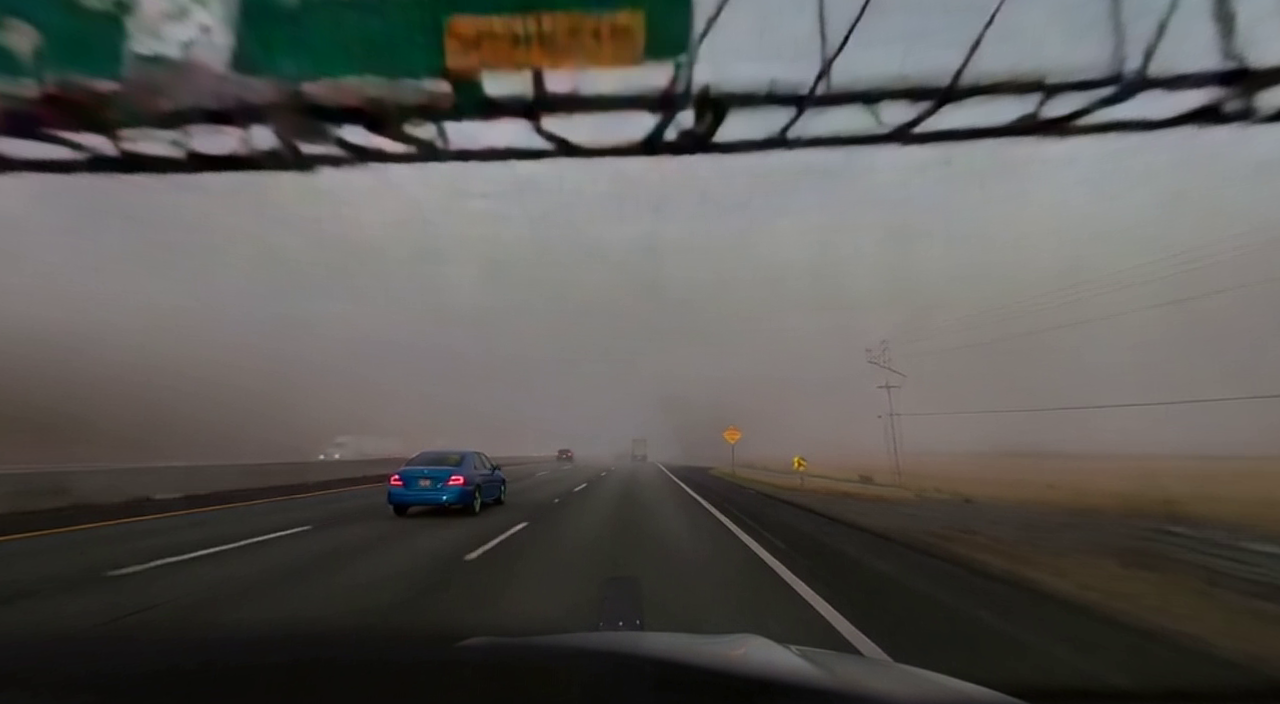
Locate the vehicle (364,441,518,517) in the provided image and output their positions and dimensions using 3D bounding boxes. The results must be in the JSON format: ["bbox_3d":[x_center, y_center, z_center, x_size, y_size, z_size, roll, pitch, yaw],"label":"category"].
[{"bbox_3d":[-4.408,2.879,14.818,2.104,1.501,4.459,0,-9,1],"label":"vehicle"}]
